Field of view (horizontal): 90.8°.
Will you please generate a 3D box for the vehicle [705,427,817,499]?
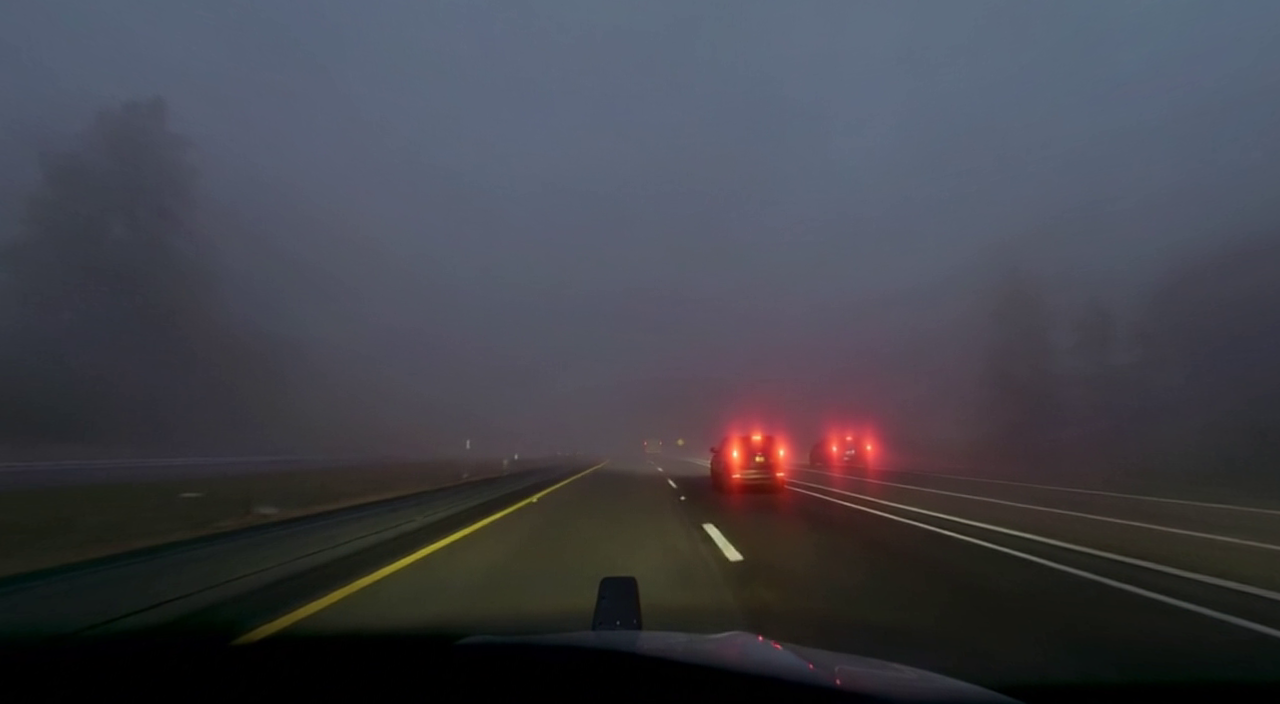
[{"bbox_3d":[3.298,3.145,18.343,2.141,1.785,4.778,0,-8,-2],"label":"vehicle"}]
